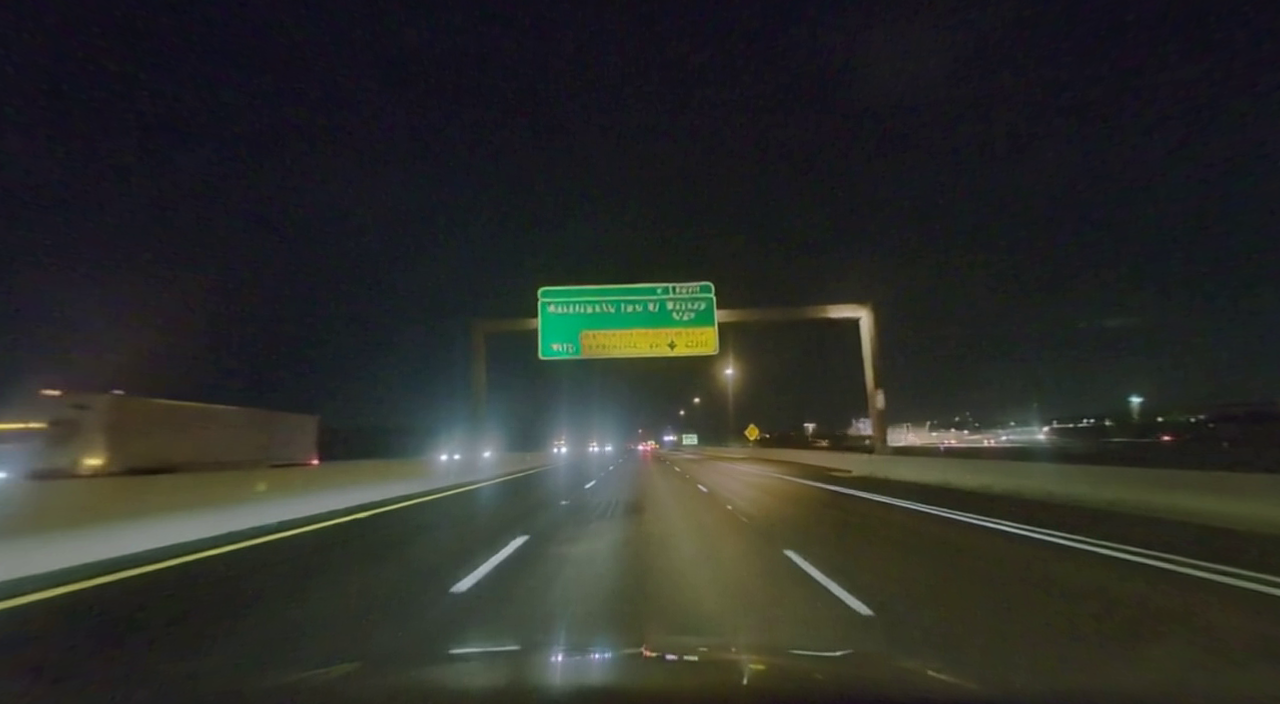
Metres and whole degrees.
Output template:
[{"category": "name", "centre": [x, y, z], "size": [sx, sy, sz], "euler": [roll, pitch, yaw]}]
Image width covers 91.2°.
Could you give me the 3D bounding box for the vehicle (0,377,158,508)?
[{"category": "vehicle", "centre": [-20.531, 3.108, 21.500], "size": [2.951, 3.866, 6.101], "euler": [0, -8, 0]}]
